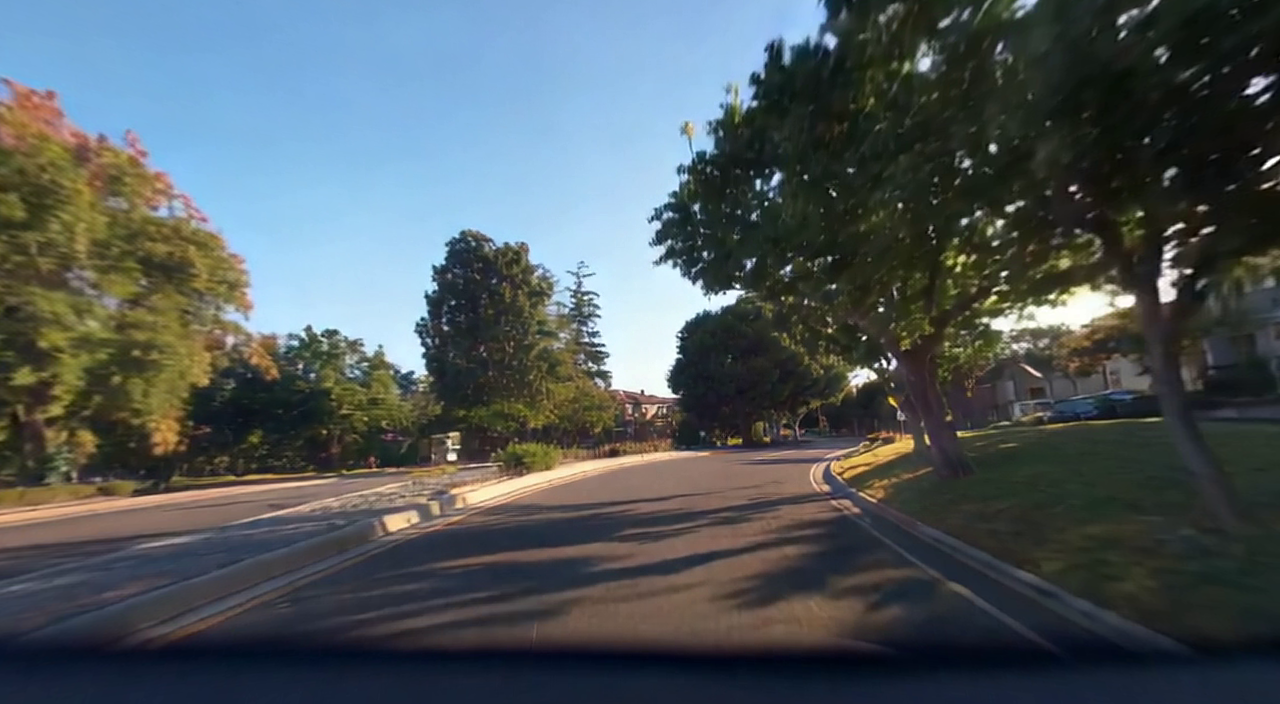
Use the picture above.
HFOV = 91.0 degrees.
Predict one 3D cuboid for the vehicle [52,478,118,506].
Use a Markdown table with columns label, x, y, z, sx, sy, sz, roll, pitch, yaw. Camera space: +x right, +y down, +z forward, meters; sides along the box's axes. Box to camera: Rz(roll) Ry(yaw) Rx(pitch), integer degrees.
| label | x | y | z | sx | sy | sz | roll | pitch | yaw |
| --- | --- | --- | --- | --- | --- | --- | --- | --- | --- |
| vehicle | -43.137 | 10.862 | 49.049 | 1.978 | 1.724 | 4.458 | 2 | -9 | -15 |
